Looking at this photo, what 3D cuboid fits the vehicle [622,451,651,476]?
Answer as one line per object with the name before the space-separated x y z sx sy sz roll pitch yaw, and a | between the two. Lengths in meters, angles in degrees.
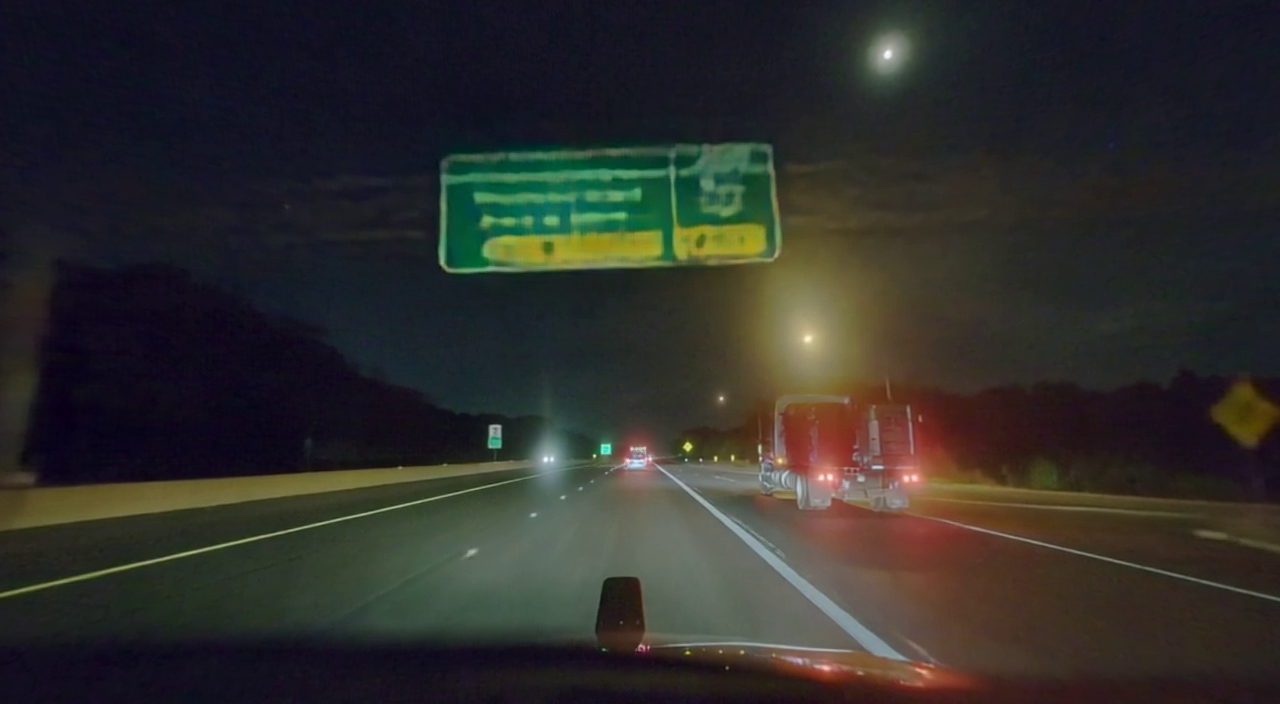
vehicle | -0.173 6.842 38.843 1.695 1.437 3.506 0 -9 1
